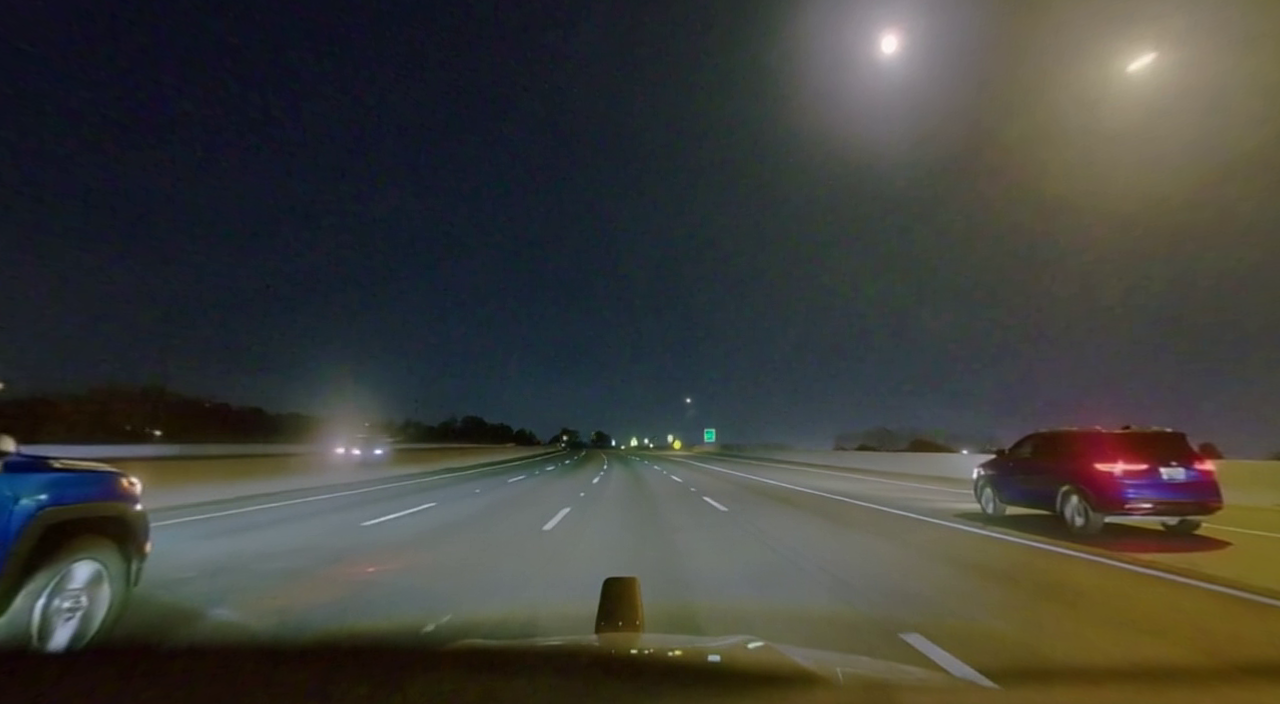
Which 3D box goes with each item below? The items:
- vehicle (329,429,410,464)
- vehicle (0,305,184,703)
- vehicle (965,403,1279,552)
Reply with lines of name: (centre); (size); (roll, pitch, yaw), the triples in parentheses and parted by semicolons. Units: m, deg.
vehicle: (-15.861, 5.597, 37.300); (2.283, 1.920, 5.625); (0, -9, 0)
vehicle: (-3.915, 0.528, 1.462); (2.164, 1.840, 4.688); (0, -9, 0)
vehicle: (7.192, 1.781, 9.563); (2.091, 1.711, 4.383); (0, -9, -1)
